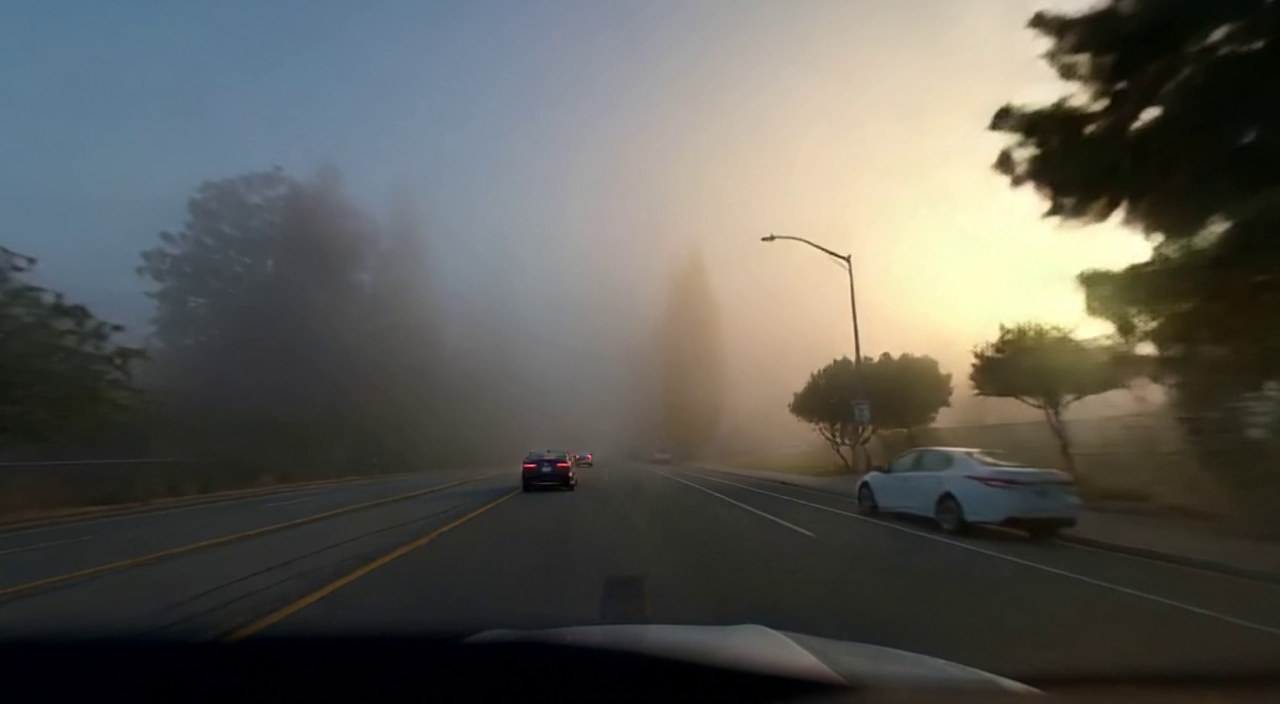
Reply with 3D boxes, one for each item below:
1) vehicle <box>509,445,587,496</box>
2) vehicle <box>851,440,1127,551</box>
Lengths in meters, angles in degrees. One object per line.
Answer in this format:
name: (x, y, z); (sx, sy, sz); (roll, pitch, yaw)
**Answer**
vehicle: (-2.879, 3.799, 20.696); (2.099, 1.470, 4.302); (0, -8, -3)
vehicle: (5.688, 2.353, 11.183); (2.164, 1.511, 4.571); (0, -8, -2)
